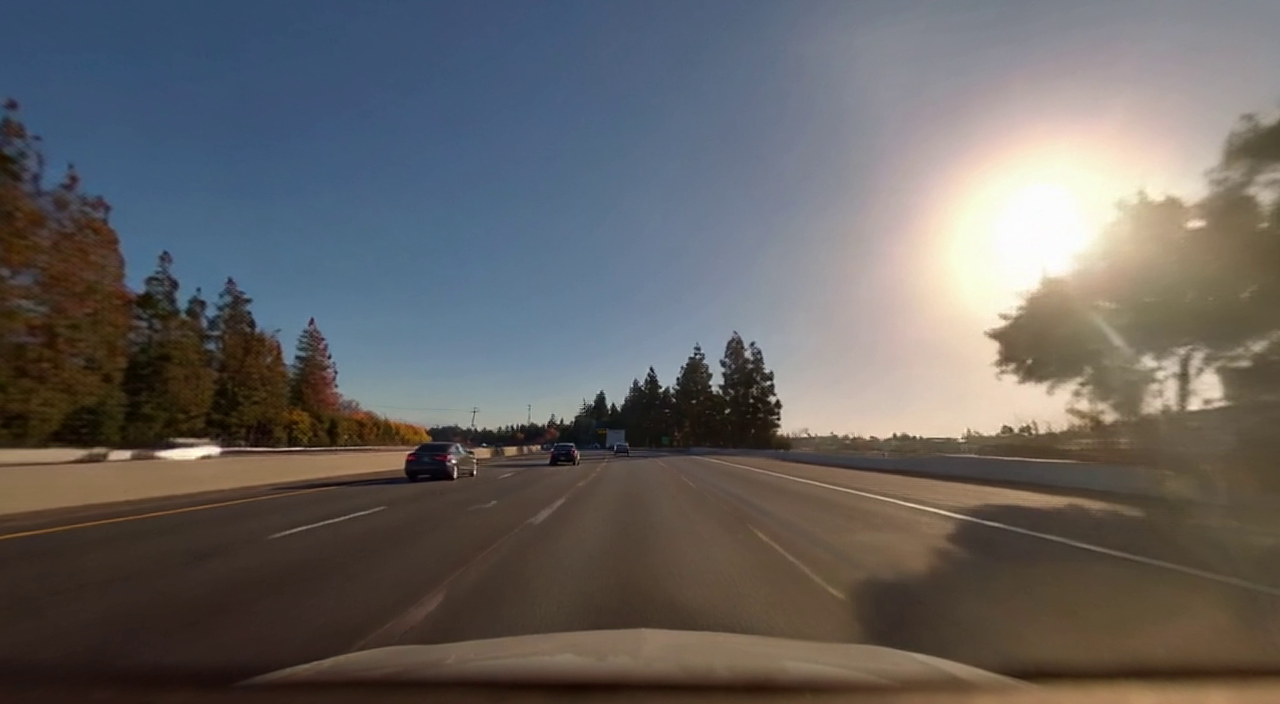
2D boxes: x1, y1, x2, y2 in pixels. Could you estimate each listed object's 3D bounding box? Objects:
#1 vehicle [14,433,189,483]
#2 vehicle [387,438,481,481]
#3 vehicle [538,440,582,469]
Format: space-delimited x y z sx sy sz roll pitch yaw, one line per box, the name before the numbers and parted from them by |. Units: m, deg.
vehicle | -18.030 3.571 21.503 2.016 1.519 4.514 0 -8 -1
vehicle | -7.752 4.087 24.242 2.038 1.463 4.656 0 -8 0
vehicle | -4.254 5.525 34.117 1.936 1.465 4.060 0 -8 -1
